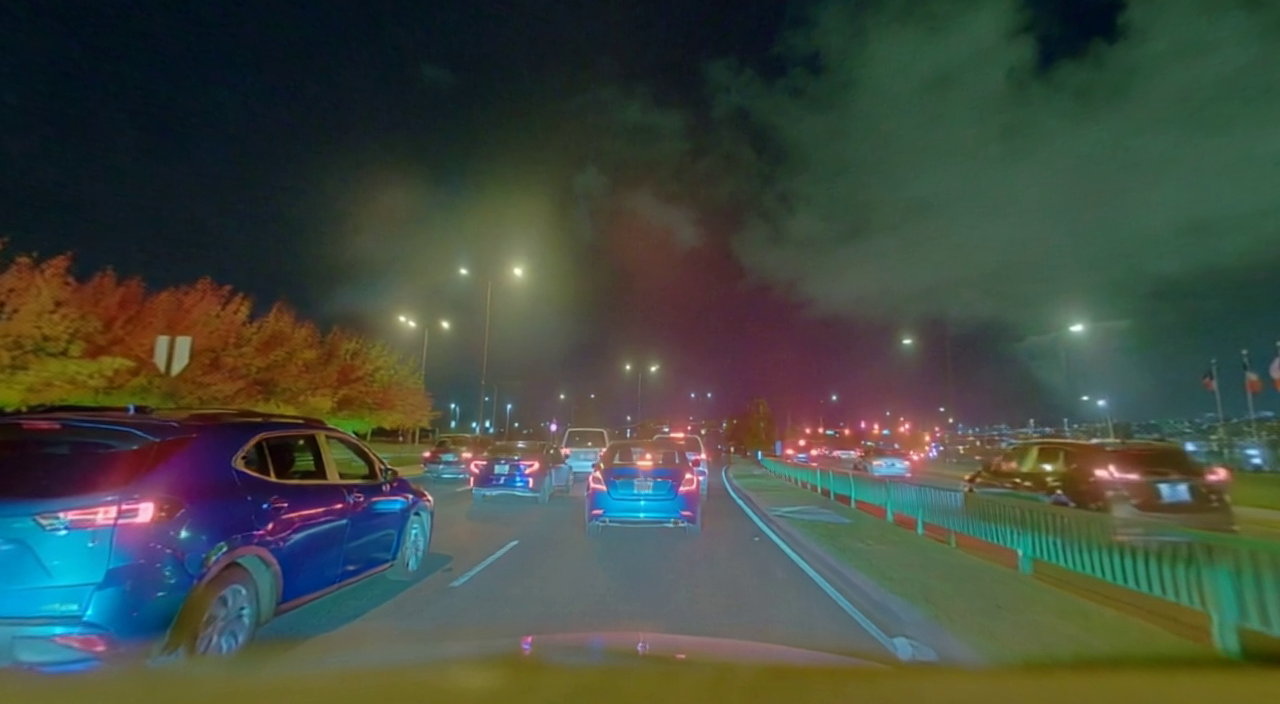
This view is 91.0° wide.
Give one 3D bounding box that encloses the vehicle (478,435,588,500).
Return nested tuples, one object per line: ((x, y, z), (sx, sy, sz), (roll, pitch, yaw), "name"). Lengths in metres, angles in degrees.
((-2.837, 3.210, 17.930), (1.974, 1.549, 4.603), (0, -9, 5), "vehicle")

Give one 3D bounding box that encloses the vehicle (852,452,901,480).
((13.430, 6.467, 35.929), (1.749, 1.481, 3.808), (-1, -9, 7), "vehicle")

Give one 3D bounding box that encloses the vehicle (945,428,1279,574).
((6.665, 2.029, 9.432), (2.011, 1.610, 4.568), (0, -9, 2), "vehicle")

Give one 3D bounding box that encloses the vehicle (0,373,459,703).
((-3.144, 1.226, 4.914), (1.988, 1.635, 4.260), (0, -9, 3), "vehicle")

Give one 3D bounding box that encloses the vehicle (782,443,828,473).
((9.244, 5.968, 35.606), (1.944, 1.544, 4.301), (-1, -9, 7), "vehicle")

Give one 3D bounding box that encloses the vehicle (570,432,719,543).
((0.202, 2.221, 11.012), (2.090, 1.506, 4.276), (0, -9, 4), "vehicle")
